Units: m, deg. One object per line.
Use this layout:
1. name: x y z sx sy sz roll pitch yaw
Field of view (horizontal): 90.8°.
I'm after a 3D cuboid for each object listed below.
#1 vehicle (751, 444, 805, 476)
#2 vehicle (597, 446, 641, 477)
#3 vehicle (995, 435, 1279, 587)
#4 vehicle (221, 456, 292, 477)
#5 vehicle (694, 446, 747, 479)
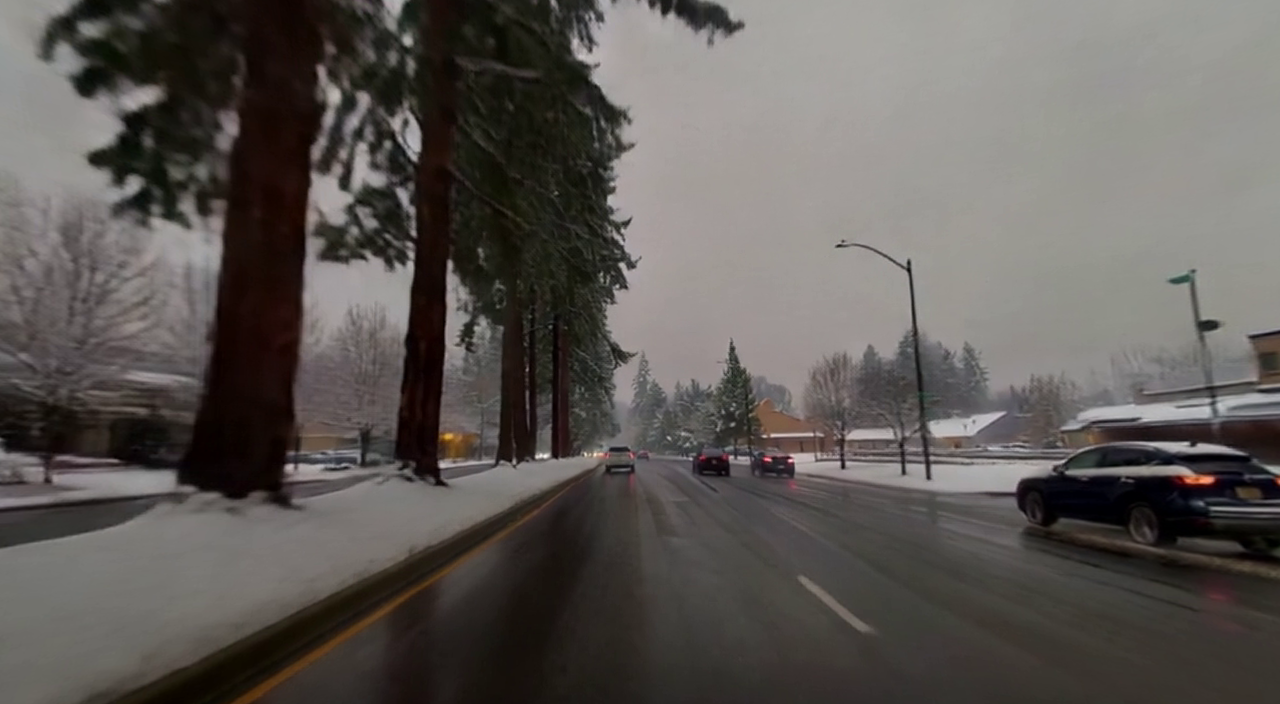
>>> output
1. vehicle: 7.669 6.055 35.598 1.945 1.687 4.292 0 -8 -2
2. vehicle: -1.055 5.558 32.353 2.077 1.477 3.897 0 -8 -1
3. vehicle: 7.228 1.953 8.738 1.888 1.508 4.646 0 -8 -1
4. vehicle: -29.459 8.793 48.586 4.320 1.459 1.860 0 -8 3
5. vehicle: 3.875 5.367 30.931 2.020 1.472 3.958 0 -8 -1
